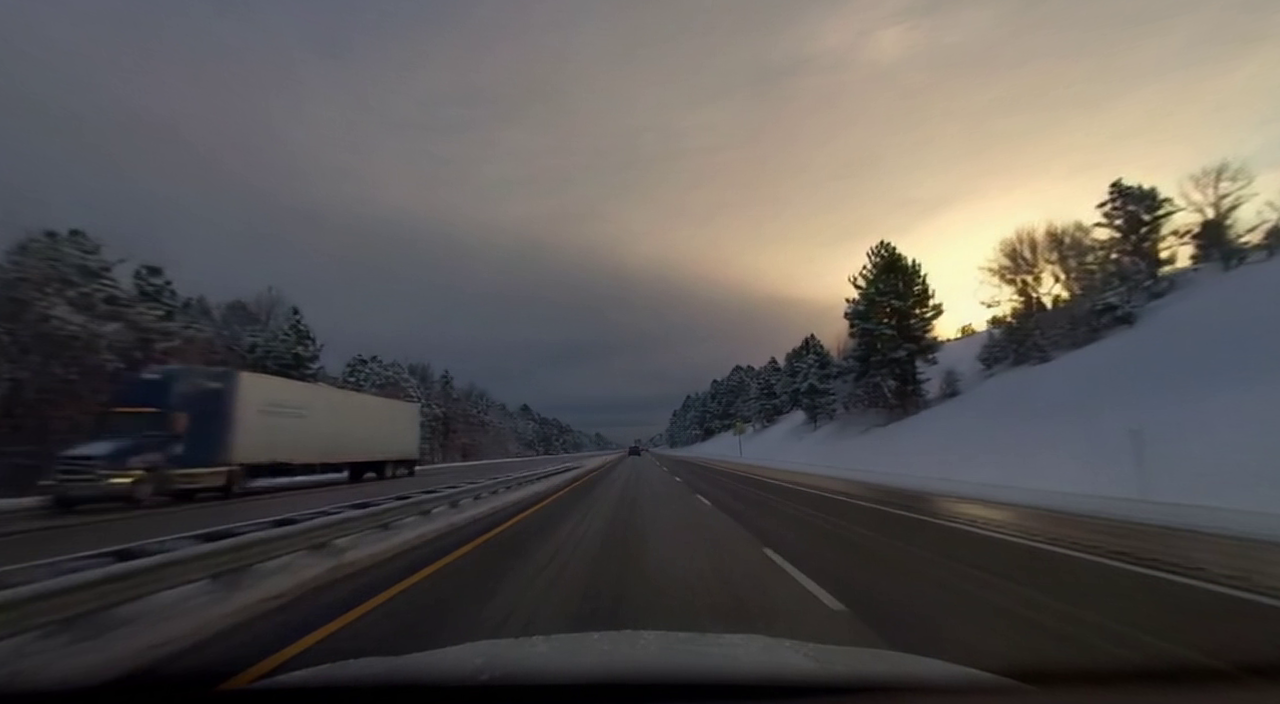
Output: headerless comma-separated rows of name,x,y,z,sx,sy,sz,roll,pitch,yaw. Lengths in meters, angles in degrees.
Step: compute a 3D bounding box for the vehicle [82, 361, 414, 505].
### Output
vehicle,-13.721,3.497,25.698,3.028,3.929,16.813,0,-9,-1
